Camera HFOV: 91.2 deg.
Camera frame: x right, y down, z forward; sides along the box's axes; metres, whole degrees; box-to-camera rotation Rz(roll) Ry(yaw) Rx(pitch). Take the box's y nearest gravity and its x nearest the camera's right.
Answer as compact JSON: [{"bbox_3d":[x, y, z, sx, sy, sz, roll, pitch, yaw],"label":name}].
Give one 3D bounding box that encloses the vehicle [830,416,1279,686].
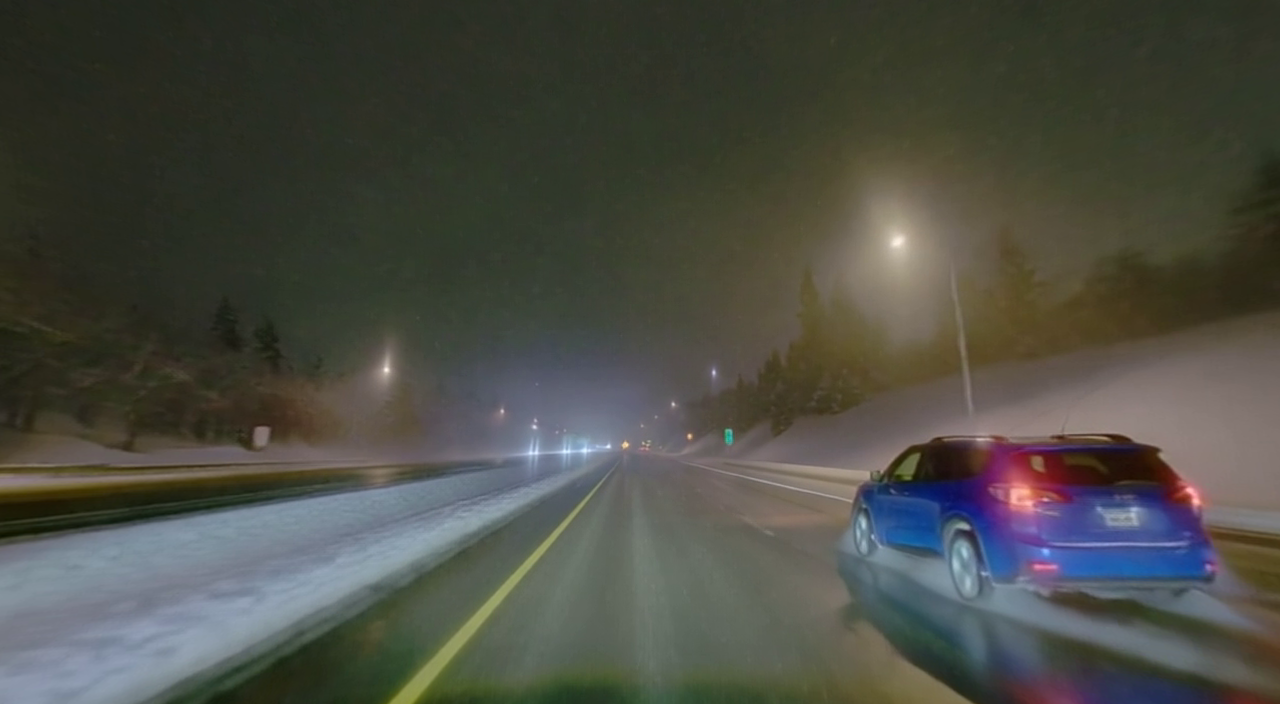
[{"bbox_3d":[3.518,1.538,6.008,2.002,1.604,4.265,0,-9,-1],"label":"vehicle"}]
